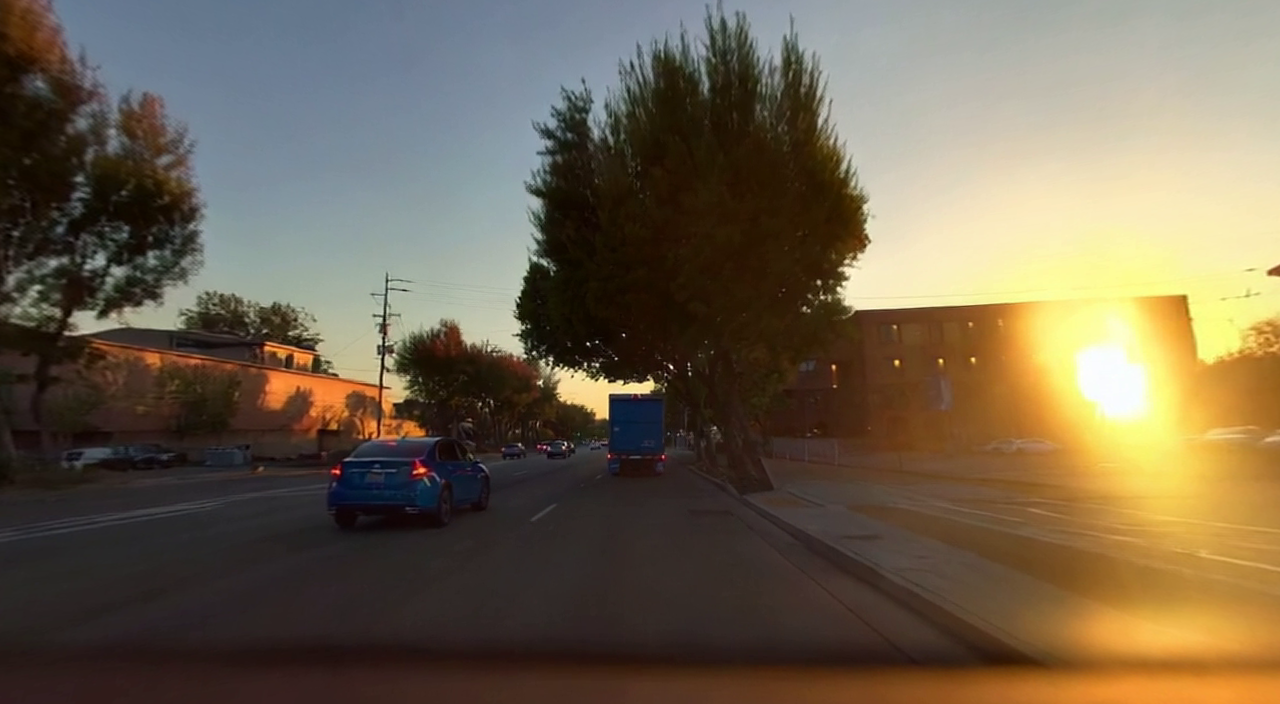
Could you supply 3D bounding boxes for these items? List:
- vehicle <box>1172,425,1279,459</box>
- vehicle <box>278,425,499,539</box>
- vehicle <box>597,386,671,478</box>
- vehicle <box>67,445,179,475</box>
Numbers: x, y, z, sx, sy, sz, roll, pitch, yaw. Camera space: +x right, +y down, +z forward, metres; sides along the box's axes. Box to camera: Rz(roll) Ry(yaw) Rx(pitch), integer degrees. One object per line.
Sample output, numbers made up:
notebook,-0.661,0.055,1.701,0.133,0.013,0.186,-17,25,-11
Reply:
vehicle,25.686,3.929,27.370,3.503,1.419,1.646,1,-8,-4
vehicle,-4.058,2.164,11.111,2.078,1.597,4.355,0,-8,0
vehicle,-0.183,3.816,29.428,2.905,3.644,8.807,0,-8,1
vehicle,-35.963,7.498,43.772,5.845,1.983,2.215,-1,-8,2
